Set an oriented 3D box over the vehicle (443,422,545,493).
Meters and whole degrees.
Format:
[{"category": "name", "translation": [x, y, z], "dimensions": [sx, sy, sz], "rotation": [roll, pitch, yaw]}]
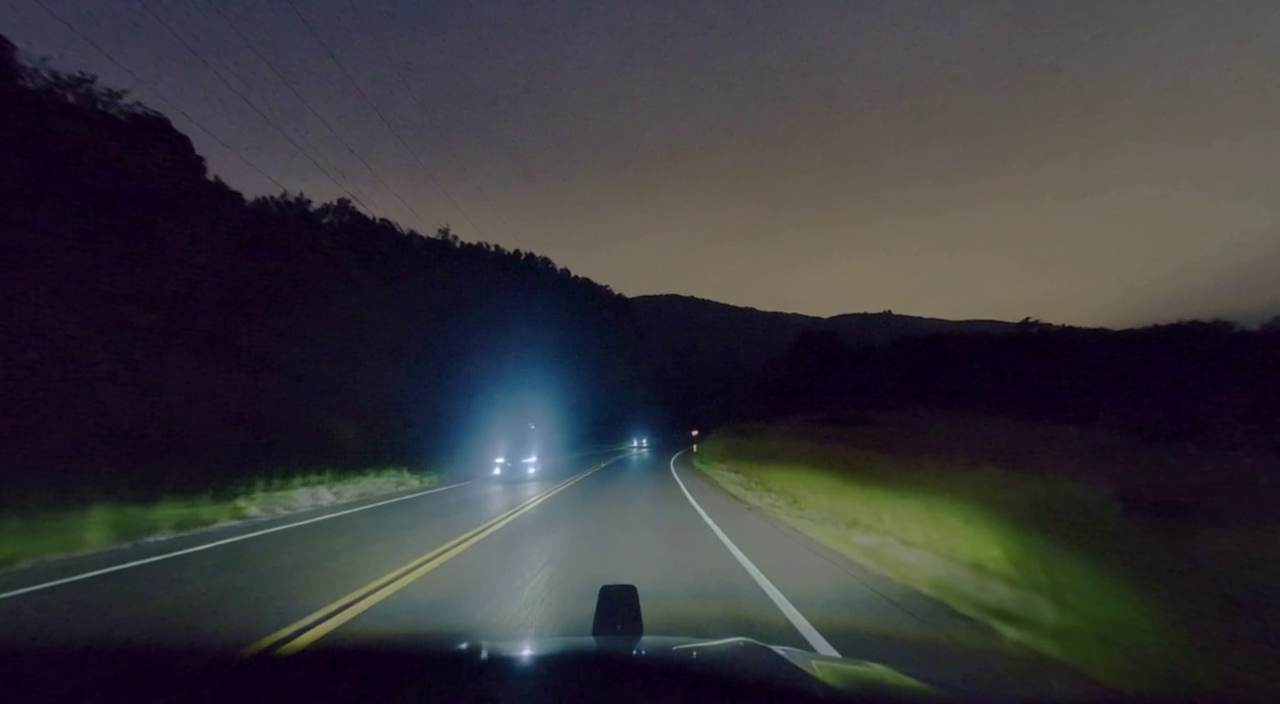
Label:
[{"category": "vehicle", "translation": [-4.219, 3.152, 19.037], "dimensions": [1.997, 1.874, 4.269], "rotation": [0, -9, 0]}]
